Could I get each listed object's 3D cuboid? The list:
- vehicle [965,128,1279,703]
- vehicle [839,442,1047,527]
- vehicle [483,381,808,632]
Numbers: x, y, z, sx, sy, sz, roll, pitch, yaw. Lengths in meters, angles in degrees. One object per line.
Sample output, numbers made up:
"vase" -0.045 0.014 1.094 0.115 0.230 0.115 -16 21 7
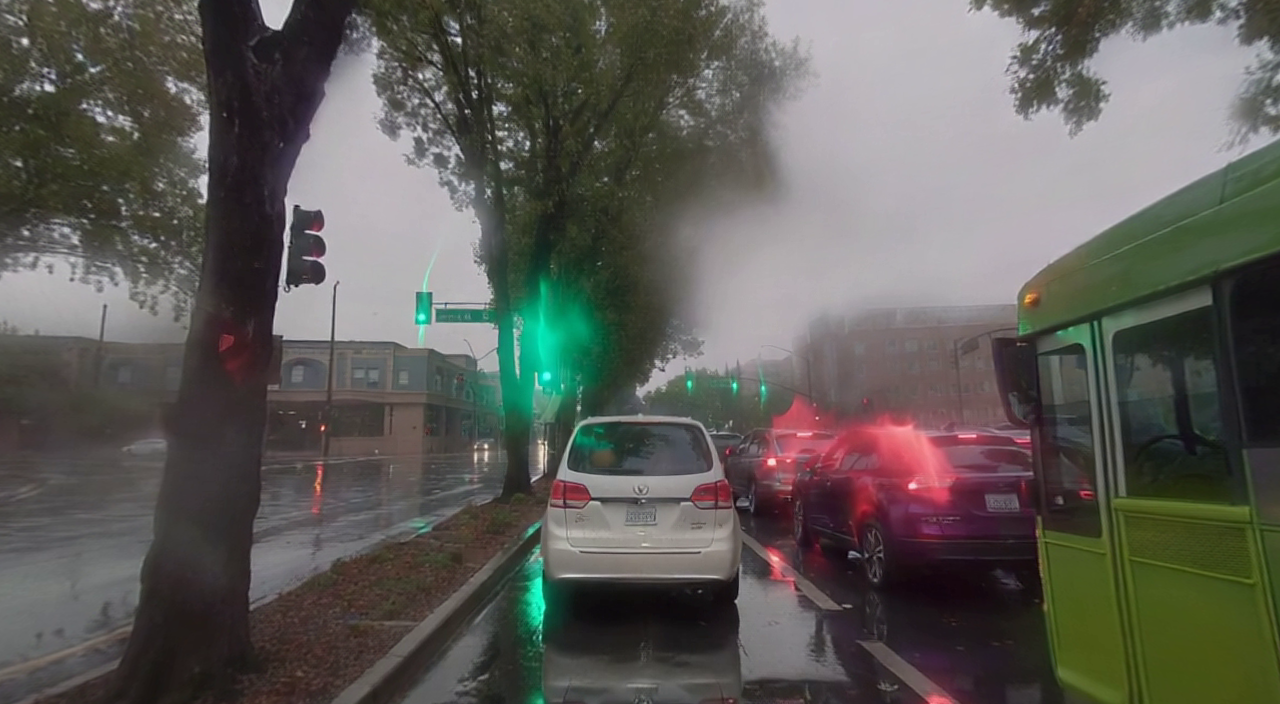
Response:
"vehicle" 2.614 0.317 0.427 2.037 2.065 5.037 0 -8 0
"vehicle" 5.980 2.638 13.225 1.987 1.457 4.675 0 -8 -1
"vehicle" 0.013 1.474 7.008 2.381 1.842 4.603 0 -8 -1
